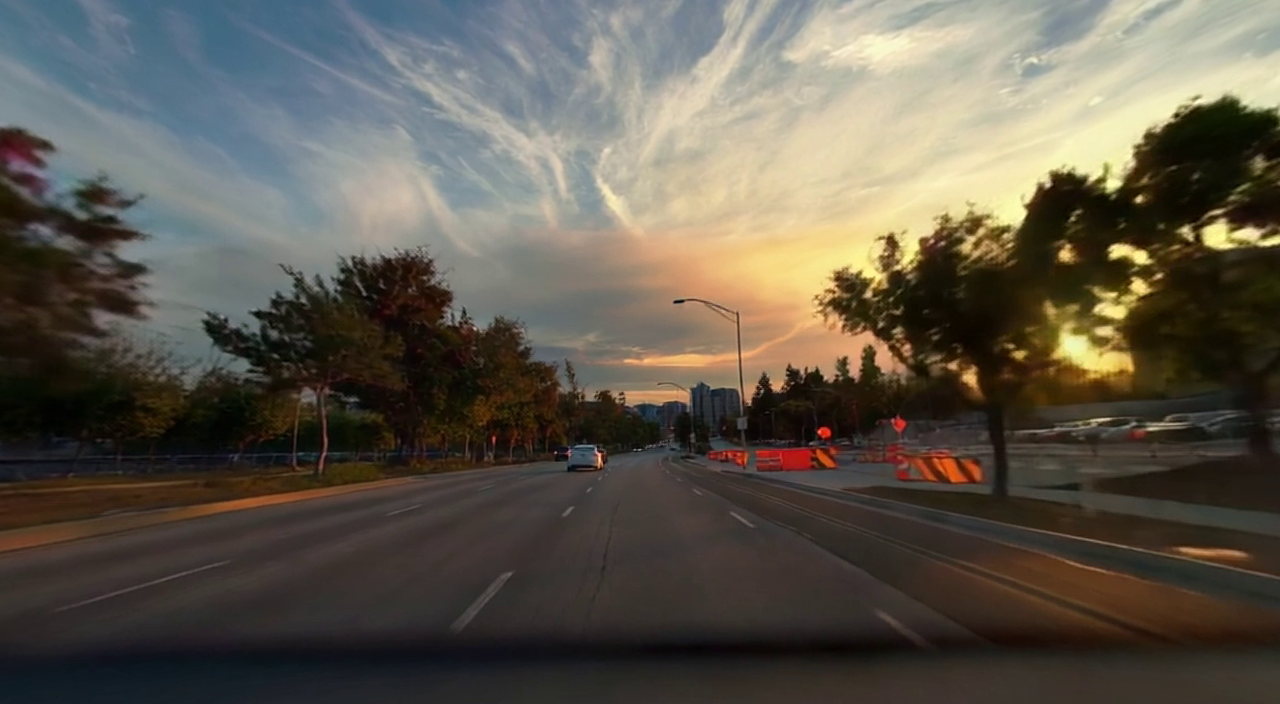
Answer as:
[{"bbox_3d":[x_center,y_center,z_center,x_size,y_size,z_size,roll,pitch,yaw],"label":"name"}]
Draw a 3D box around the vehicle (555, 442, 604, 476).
[{"bbox_3d":[-3.116,5.545,33.136,2.121,1.654,3.993,0,-8,1],"label":"vehicle"}]
